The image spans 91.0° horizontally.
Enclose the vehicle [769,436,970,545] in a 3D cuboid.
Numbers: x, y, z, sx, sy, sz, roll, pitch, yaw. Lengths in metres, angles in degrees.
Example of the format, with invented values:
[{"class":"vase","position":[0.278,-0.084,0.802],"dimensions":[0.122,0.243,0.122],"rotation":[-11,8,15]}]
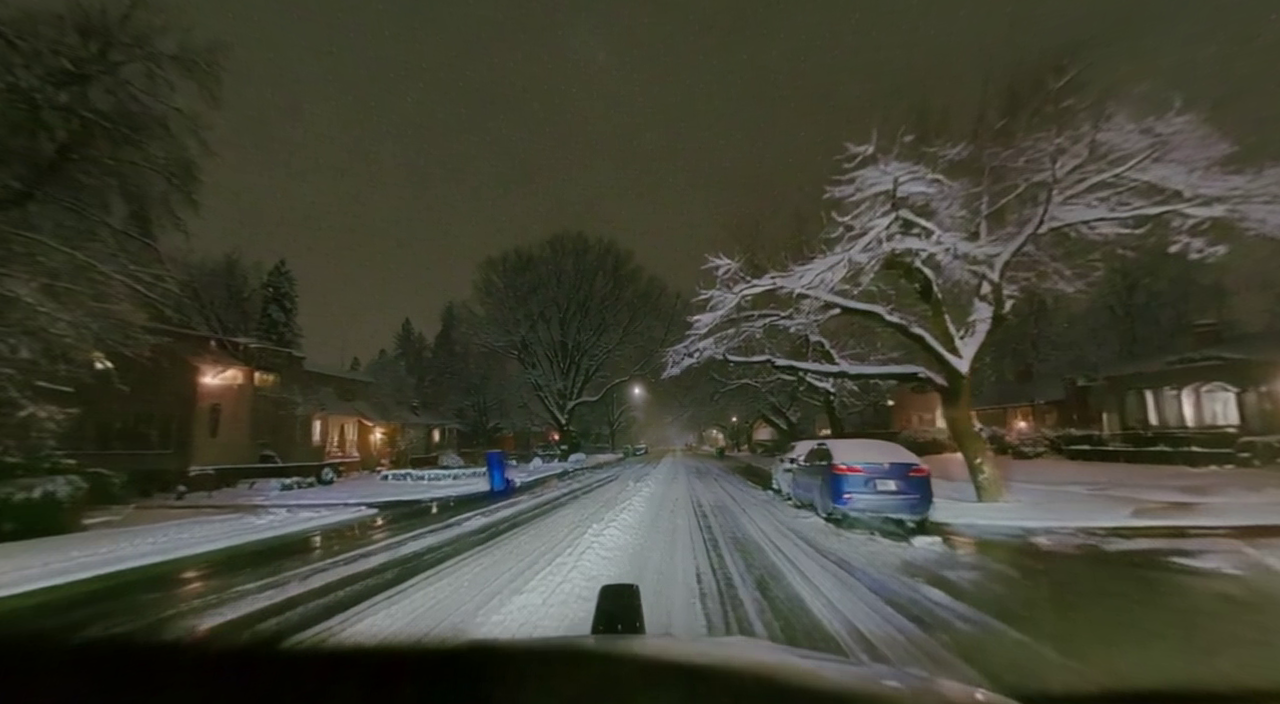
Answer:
[{"class":"vehicle","position":[3.618,2.237,10.889],"dimensions":[2.006,1.494,4.211],"rotation":[0,-9,2]}]
